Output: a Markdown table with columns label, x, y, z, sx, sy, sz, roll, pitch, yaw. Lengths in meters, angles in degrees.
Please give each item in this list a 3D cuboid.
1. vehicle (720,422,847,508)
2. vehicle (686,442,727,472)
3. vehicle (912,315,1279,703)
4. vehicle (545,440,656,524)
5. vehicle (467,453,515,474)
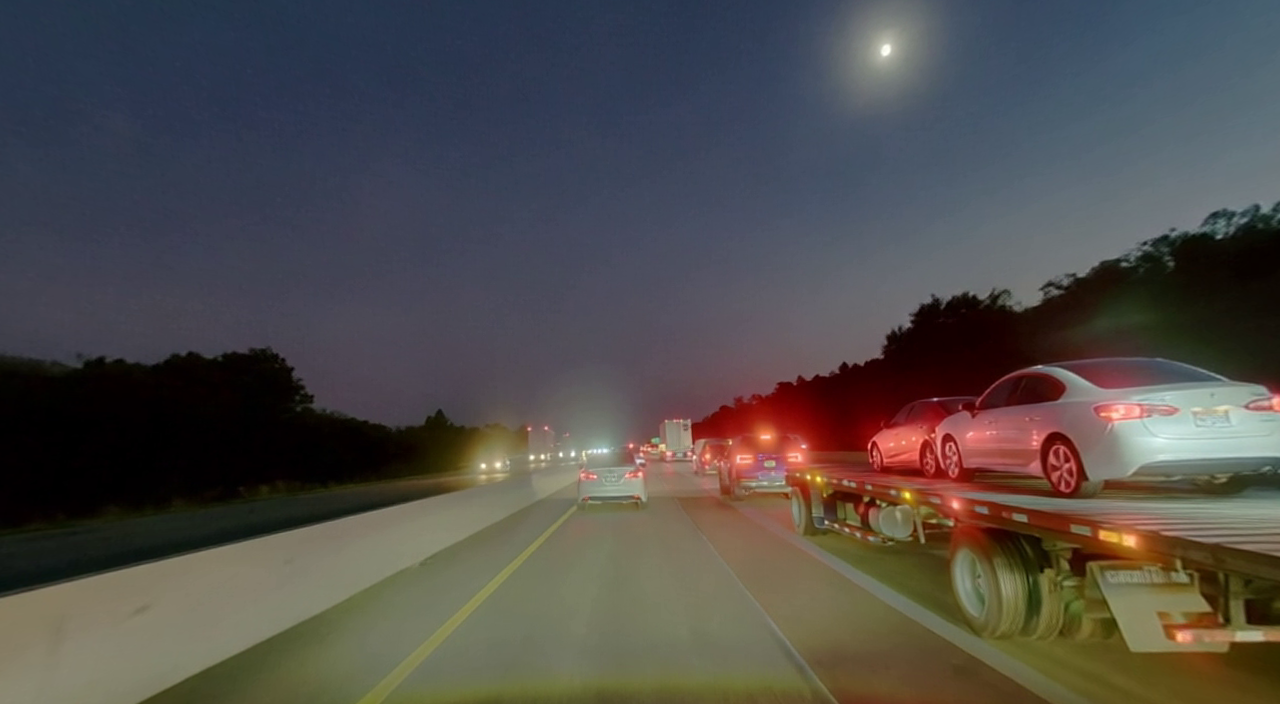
| label | x | y | z | sx | sy | sz | roll | pitch | yaw |
| --- | --- | --- | --- | --- | --- | --- | --- | --- | --- |
| vehicle | 3.429 | 2.812 | 15.991 | 2.303 | 1.889 | 3.920 | 0 | -9 | 0 |
| vehicle | 3.887 | 6.210 | 37.473 | 1.938 | 1.660 | 4.223 | 0 | -9 | -1 |
| vehicle | 3.482 | 0.911 | 3.452 | 1.959 | 1.783 | 4.407 | 0 | -9 | 0 |
| vehicle | -0.695 | 2.627 | 13.183 | 1.991 | 1.466 | 3.675 | 0 | -9 | 0 |
| vehicle | -11.580 | 8.720 | 49.375 | 2.431 | 1.508 | 4.935 | 0 | -9 | 1 |
